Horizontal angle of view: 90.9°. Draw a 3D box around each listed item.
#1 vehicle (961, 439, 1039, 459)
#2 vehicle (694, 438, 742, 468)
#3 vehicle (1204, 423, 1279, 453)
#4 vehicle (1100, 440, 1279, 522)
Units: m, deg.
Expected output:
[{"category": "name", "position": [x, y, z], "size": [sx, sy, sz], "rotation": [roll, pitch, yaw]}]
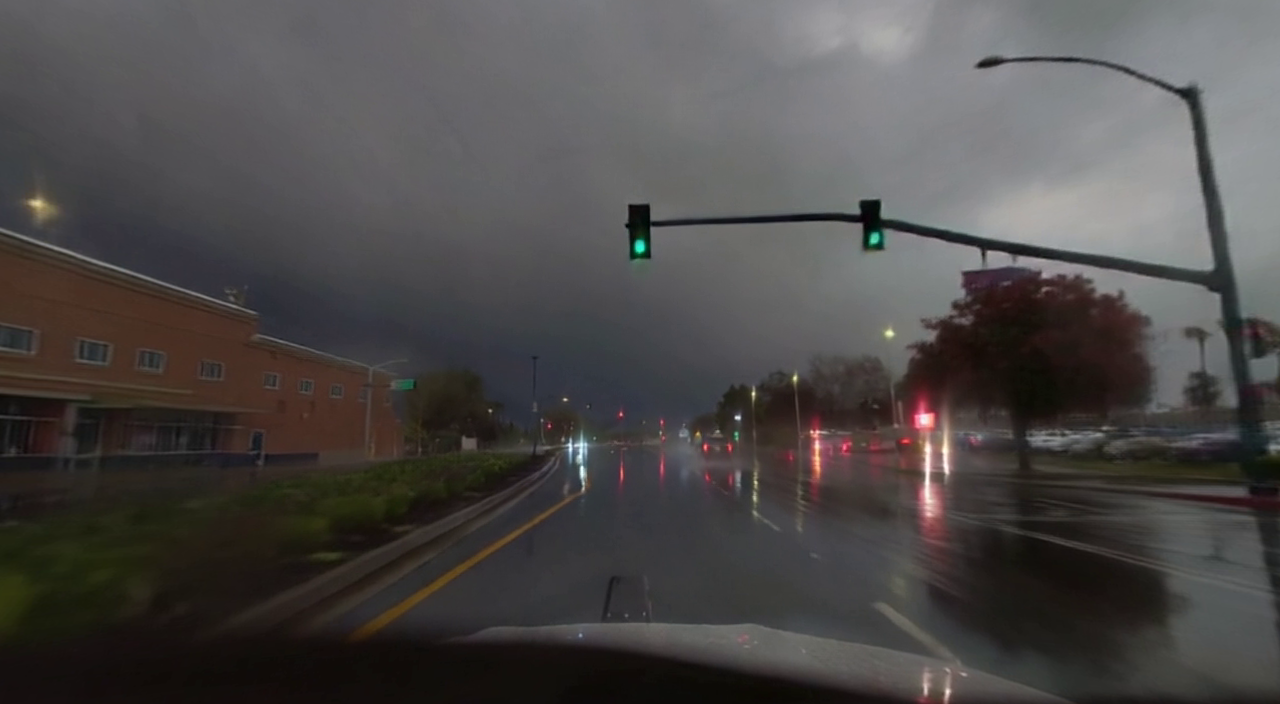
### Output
[{"category": "vehicle", "position": [27.065, 7.268, 47.403], "size": [4.691, 1.436, 1.988], "rotation": [1, -8, -4]}, {"category": "vehicle", "position": [4.226, 5.539, 34.722], "size": [2.038, 1.528, 4.259], "rotation": [1, -8, -1]}, {"category": "vehicle", "position": [41.701, 5.729, 41.833], "size": [6.213, 1.910, 2.547], "rotation": [1, -8, -3]}, {"category": "vehicle", "position": [11.924, 2.419, 12.081], "size": [1.893, 1.434, 4.581], "rotation": [7, -10, -38]}]
